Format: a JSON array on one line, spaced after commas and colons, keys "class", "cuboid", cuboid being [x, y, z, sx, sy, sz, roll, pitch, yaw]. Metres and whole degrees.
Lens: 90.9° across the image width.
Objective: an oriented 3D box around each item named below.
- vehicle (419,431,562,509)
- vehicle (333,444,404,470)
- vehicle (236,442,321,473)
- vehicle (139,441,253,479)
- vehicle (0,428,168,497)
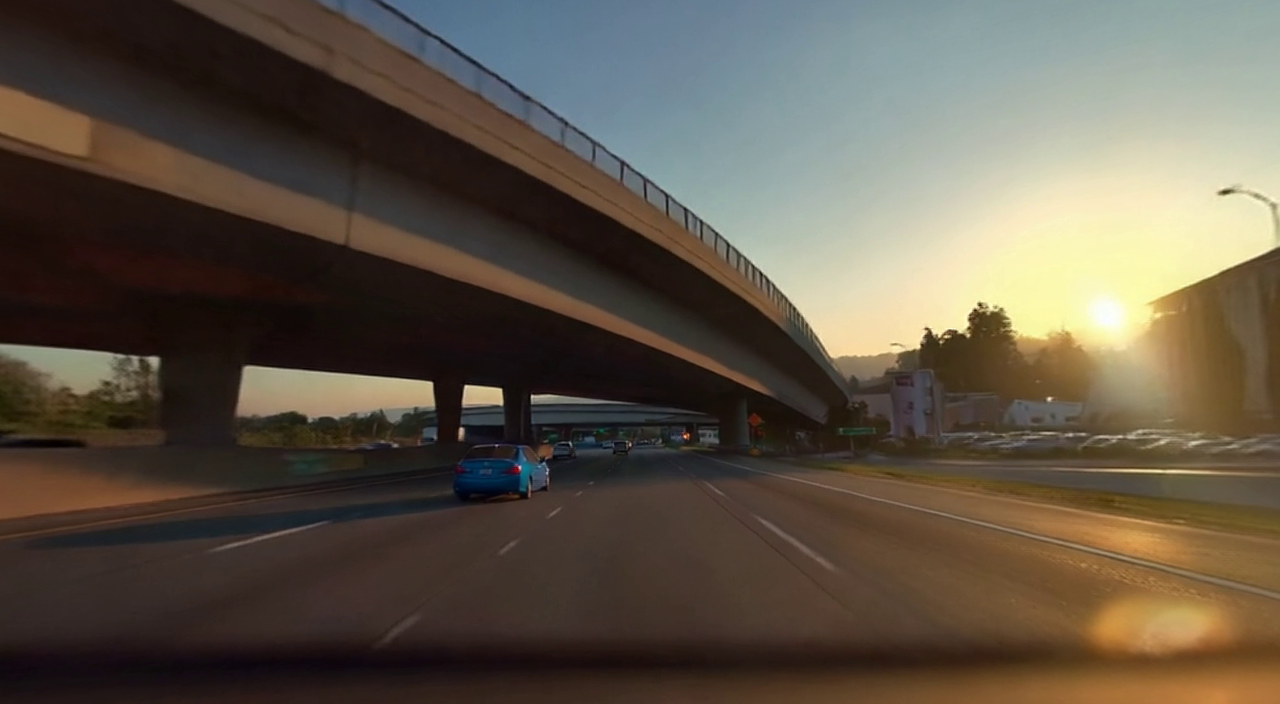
[{"class": "vehicle", "cuboid": [-3.373, 2.778, 15.409, 2.144, 1.565, 4.951, 0, -8, 2]}, {"class": "vehicle", "cuboid": [-16.500, 6.377, 38.605, 1.980, 1.500, 4.894, -1, -8, 2]}, {"class": "vehicle", "cuboid": [-20.319, 5.938, 35.684, 1.985, 1.621, 4.515, 0, -8, 2]}, {"class": "vehicle", "cuboid": [-24.373, 5.921, 34.961, 2.127, 1.870, 5.629, 0, -8, 2]}, {"class": "vehicle", "cuboid": [-16.837, 3.142, 18.342, 2.020, 1.706, 5.332, 0, -8, 1]}]
